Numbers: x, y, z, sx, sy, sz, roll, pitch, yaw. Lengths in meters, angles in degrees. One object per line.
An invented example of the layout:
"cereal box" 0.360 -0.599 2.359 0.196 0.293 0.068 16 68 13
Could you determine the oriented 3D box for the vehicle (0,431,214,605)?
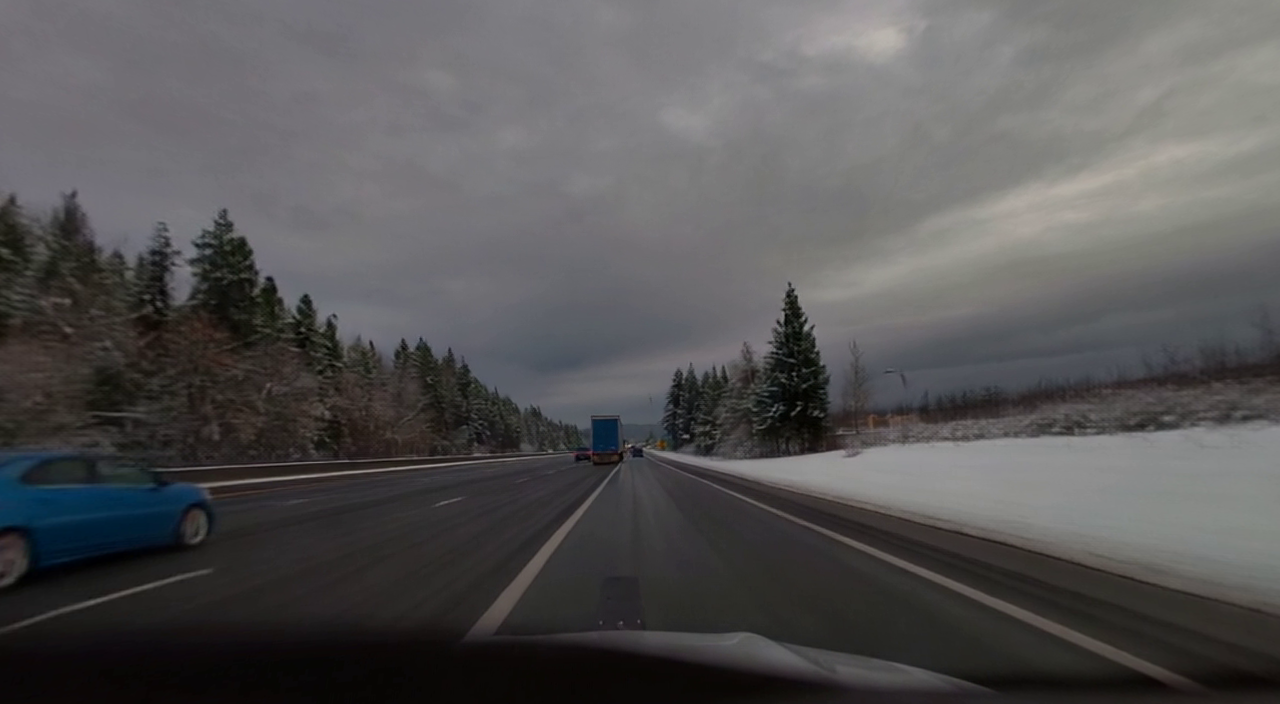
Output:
"vehicle" -6.580 1.531 5.961 1.938 1.507 4.557 0 -9 0
